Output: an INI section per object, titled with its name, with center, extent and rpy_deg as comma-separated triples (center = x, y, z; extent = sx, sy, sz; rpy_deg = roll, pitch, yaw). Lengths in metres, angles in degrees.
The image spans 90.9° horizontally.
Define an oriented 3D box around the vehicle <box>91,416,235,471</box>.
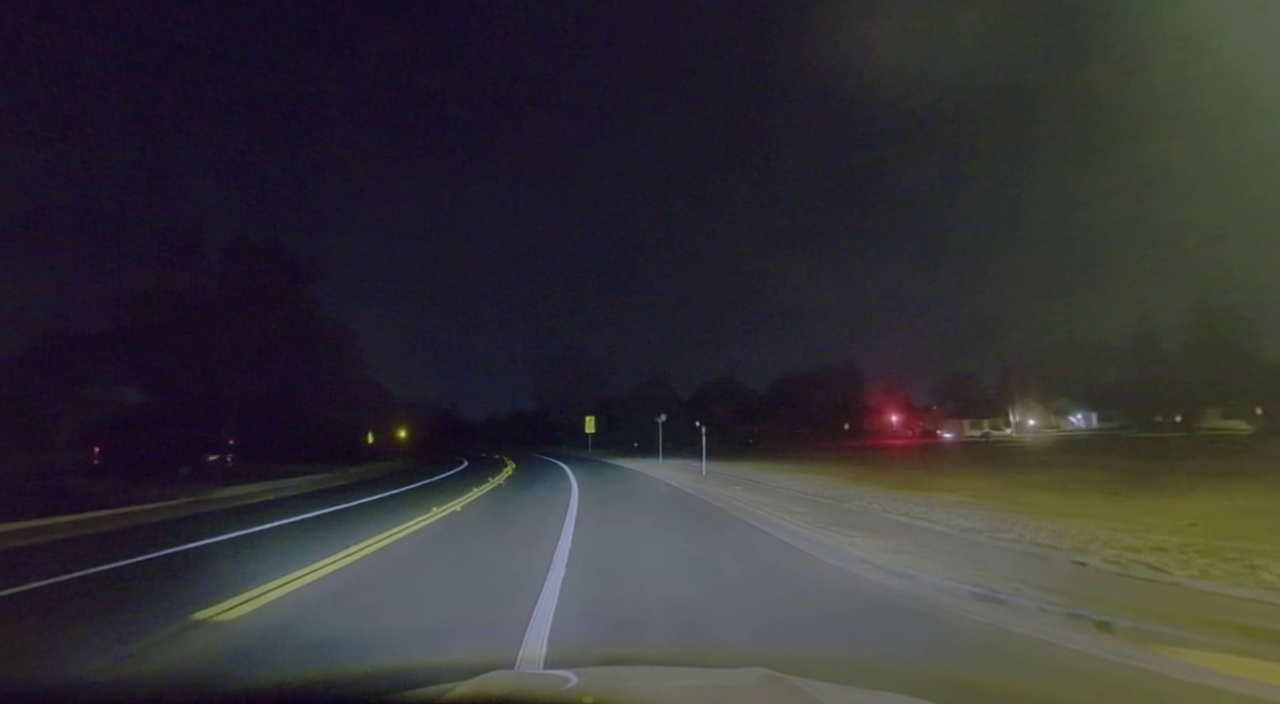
[vehicle]
center = -18.708, 3.605, 24.769
extent = 4.699, 1.996, 2.116
rpy_deg = -3, -9, 19
